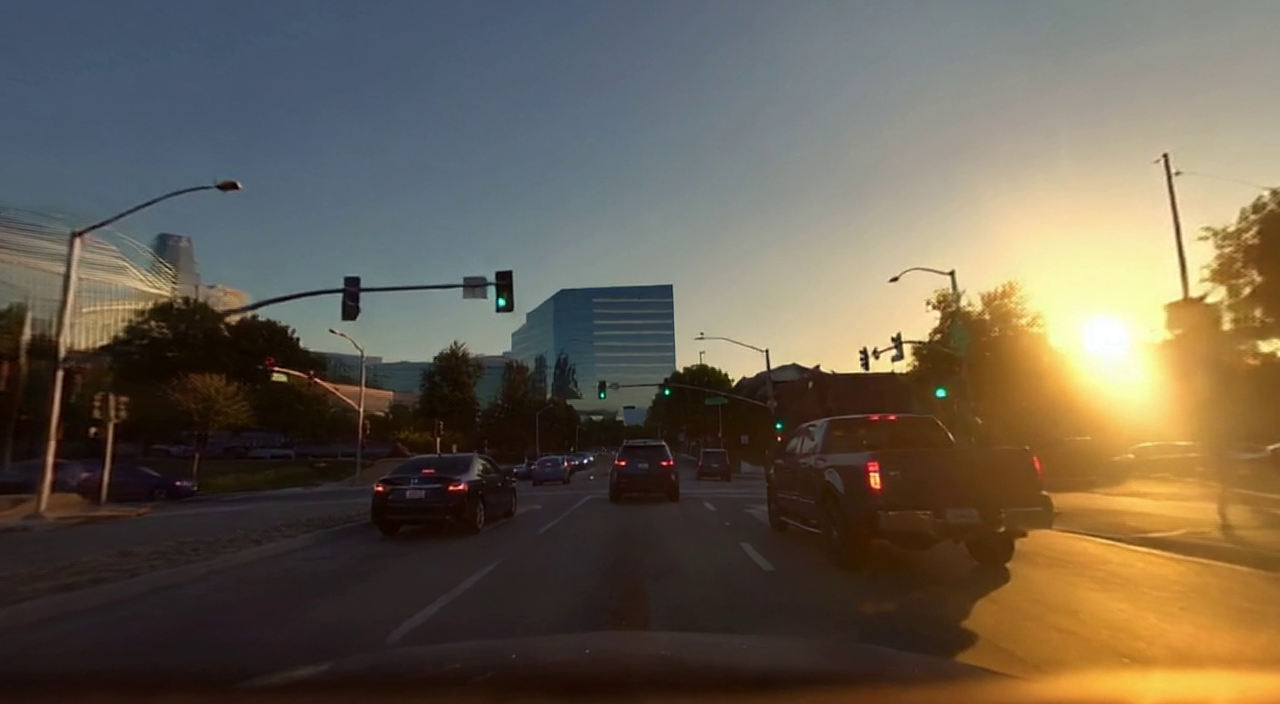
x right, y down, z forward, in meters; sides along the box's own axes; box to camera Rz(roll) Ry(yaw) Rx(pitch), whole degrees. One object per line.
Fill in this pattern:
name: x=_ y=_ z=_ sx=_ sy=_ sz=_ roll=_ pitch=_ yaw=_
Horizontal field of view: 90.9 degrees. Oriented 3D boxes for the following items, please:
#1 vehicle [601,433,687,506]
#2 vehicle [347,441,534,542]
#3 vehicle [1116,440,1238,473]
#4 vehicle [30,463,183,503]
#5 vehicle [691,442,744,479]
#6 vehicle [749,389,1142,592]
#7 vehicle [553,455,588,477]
vehicle: x=0.128 y=3.150 z=17.430 sx=2.113 sy=1.768 sz=3.901 roll=0 pitch=-8 yaw=1
vehicle: x=-3.376 y=2.420 z=11.825 sx=1.909 sy=1.476 sz=4.751 roll=0 pitch=-8 yaw=1
vehicle: x=24.939 y=4.844 z=29.361 sx=4.180 sy=1.376 sz=1.583 roll=1 pitch=-8 yaw=0
vehicle: x=-24.232 y=5.965 z=28.796 sx=5.100 sy=1.533 sz=2.032 roll=-1 pitch=-8 yaw=0
vehicle: x=4.324 y=6.160 z=36.190 sx=2.408 sy=1.908 sz=5.355 roll=0 pitch=-8 yaw=1
vehicle: x=3.309 y=1.680 z=8.777 sx=2.571 sy=1.857 sz=5.841 roll=0 pitch=-8 yaw=0
vehicle: x=-5.056 y=8.306 z=46.002 sx=1.882 sy=1.342 sz=3.755 roll=-4 pitch=-8 yaw=3
